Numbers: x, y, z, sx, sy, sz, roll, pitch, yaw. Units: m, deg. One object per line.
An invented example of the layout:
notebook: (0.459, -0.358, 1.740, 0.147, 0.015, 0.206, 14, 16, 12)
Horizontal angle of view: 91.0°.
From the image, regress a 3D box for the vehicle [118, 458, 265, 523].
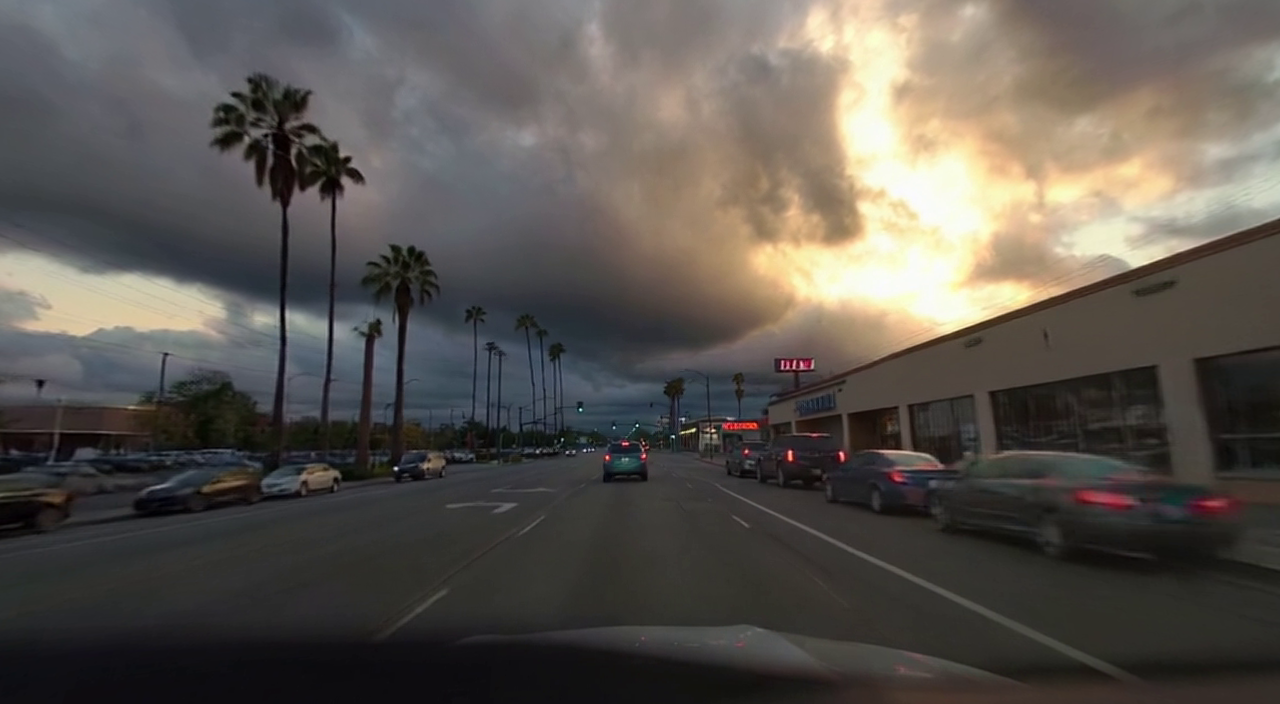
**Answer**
vehicle: (-13.252, 4.066, 18.900, 1.774, 1.522, 3.699, -4, -8, -2)

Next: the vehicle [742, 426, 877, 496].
vehicle: (5.416, 3.616, 21.358, 2.568, 1.974, 6.203, 0, -8, -3)

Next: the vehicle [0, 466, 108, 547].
vehicle: (-13.086, 3.056, 12.111, 1.804, 1.441, 4.534, -4, -8, 0)

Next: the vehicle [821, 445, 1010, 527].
vehicle: (5.571, 2.730, 13.575, 1.805, 1.429, 4.911, 0, -8, -1)

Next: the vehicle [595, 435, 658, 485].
vehicle: (-0.485, 4.185, 24.696, 2.239, 1.763, 4.096, 0, -8, 0)

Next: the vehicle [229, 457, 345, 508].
vehicle: (-13.363, 4.929, 24.215, 1.914, 1.489, 4.523, -4, -8, 0)

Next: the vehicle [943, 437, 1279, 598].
vehicle: (5.914, 1.861, 8.119, 1.727, 1.456, 4.569, 0, -8, 0)

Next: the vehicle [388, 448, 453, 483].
vehicle: (-13.516, 6.974, 39.065, 2.296, 1.847, 4.856, -4, -8, -1)
